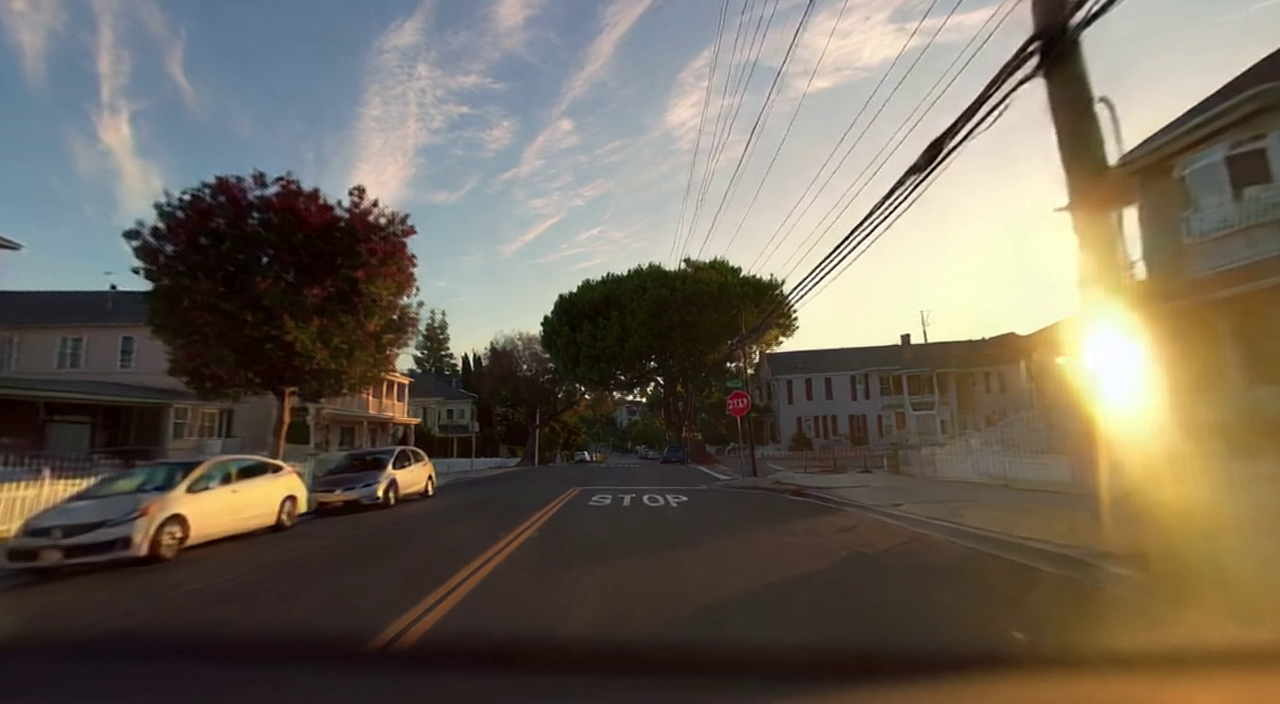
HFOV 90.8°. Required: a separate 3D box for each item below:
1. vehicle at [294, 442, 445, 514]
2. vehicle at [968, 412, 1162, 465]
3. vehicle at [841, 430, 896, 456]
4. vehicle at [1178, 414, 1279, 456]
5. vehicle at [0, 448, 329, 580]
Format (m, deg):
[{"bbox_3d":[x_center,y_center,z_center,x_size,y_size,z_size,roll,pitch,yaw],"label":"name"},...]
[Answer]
[{"bbox_3d":[-6.735,3.151,16.312,2.026,1.560,4.062,-1,-8,1],"label":"vehicle"},{"bbox_3d":[16.757,3.458,25.187,6.022,1.953,2.250,0,-8,1],"label":"vehicle"},{"bbox_3d":[15.706,6.331,43.679,2.025,1.689,4.342,0,-8,-2],"label":"vehicle"},{"bbox_3d":[24.510,3.349,25.349,4.031,1.624,1.896,0,-8,-1],"label":"vehicle"},{"bbox_3d":[-6.867,2.224,9.590,2.056,1.481,4.451,0,-8,-1],"label":"vehicle"}]
